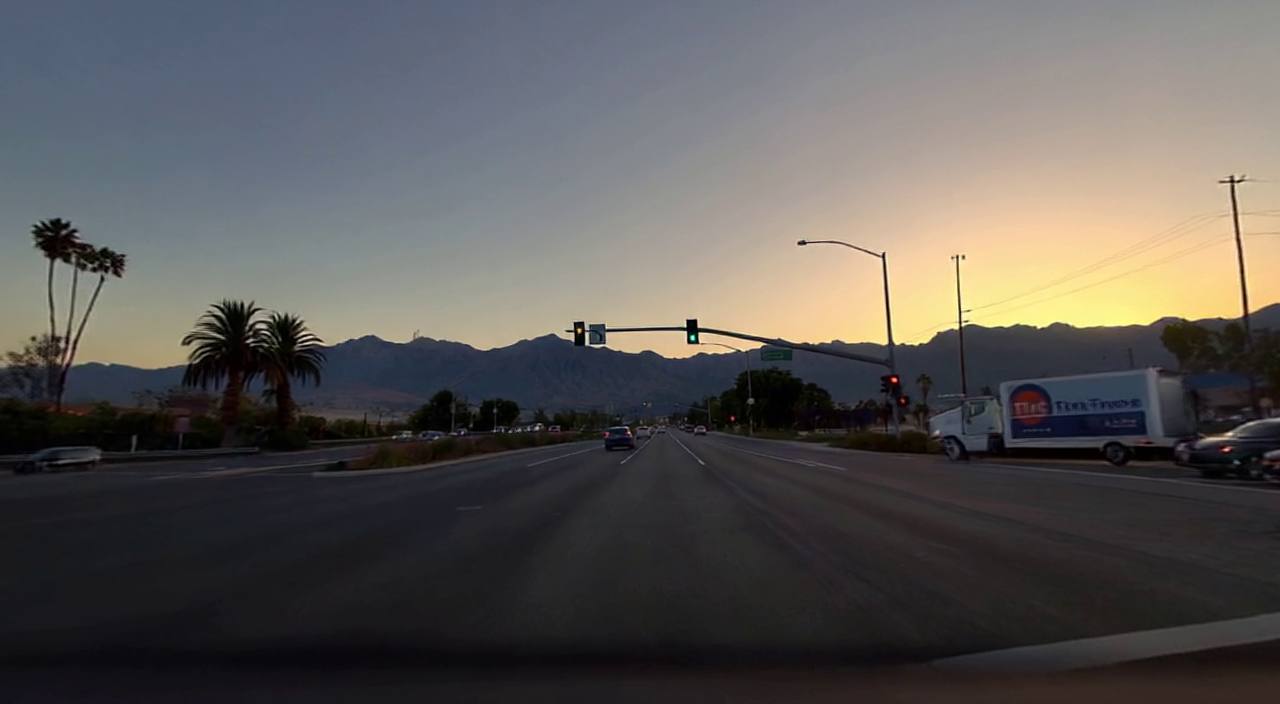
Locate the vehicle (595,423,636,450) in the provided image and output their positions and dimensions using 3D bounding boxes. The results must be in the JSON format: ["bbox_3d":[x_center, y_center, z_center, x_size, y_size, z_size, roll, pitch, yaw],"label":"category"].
[{"bbox_3d":[-1.555,5.752,42.466,2.287,1.712,4.537,-1,-8,4],"label":"vehicle"}]

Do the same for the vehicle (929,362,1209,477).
[{"bbox_3d":[14.055,2.403,21.512,7.088,3.414,3.237,-3,-9,19],"label":"vehicle"}]

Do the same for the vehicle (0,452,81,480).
[{"bbox_3d":[-37.346,6.883,38.062,1.827,1.543,4.741,-2,-9,16],"label":"vehicle"}]
